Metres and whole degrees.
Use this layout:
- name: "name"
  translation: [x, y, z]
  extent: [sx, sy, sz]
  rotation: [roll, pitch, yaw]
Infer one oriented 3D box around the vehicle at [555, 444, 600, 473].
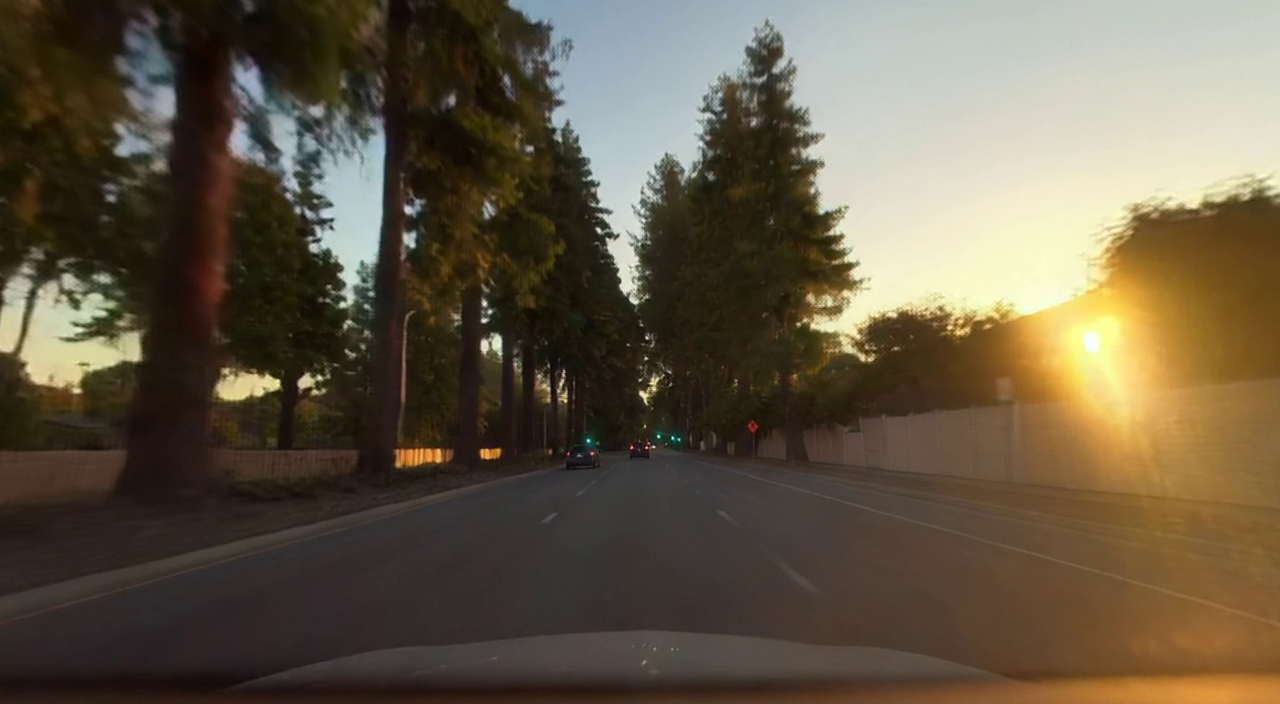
- name: "vehicle"
  translation: [-3.391, 5.852, 34.931]
  extent: [2.021, 1.466, 4.330]
  rotation: [0, -9, 1]
